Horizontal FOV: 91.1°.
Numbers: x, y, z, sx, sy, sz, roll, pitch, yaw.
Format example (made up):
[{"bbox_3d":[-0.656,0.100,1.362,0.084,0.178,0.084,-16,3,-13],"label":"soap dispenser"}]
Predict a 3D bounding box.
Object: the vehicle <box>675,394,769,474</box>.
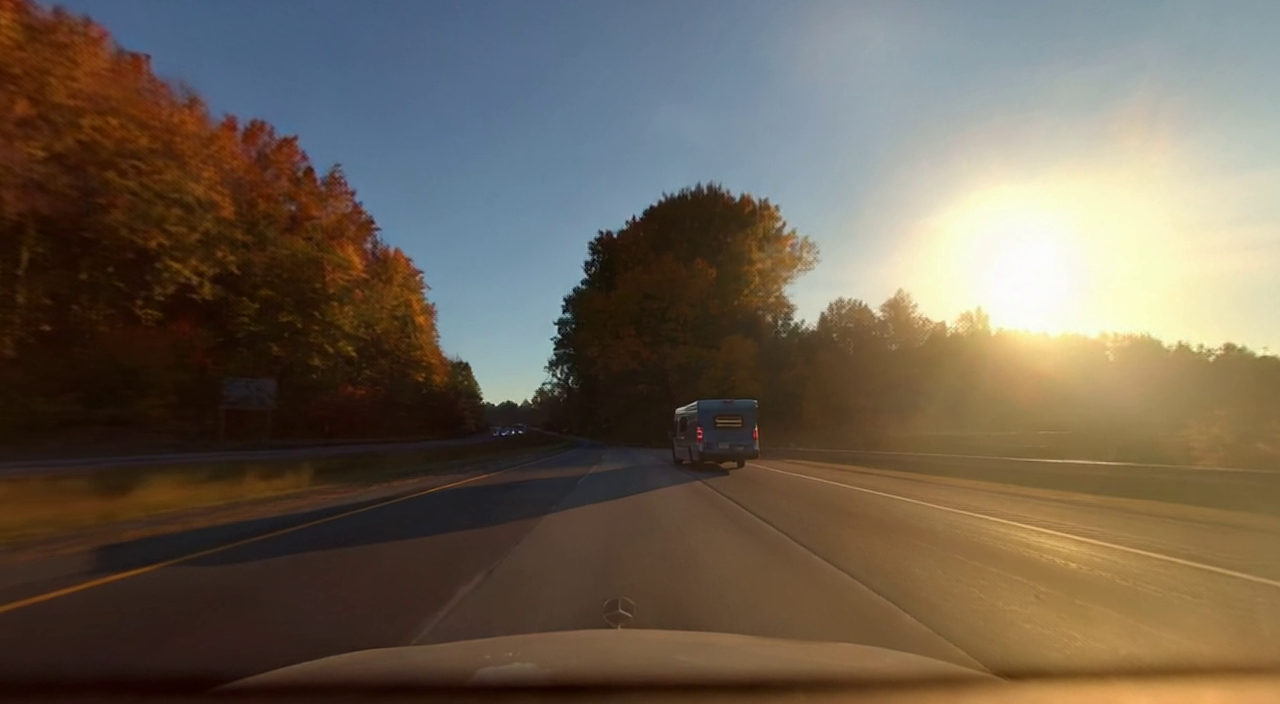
[{"bbox_3d":[3.198,3.470,26.598,2.815,2.876,7.101,0,-8,-2],"label":"vehicle"}]
